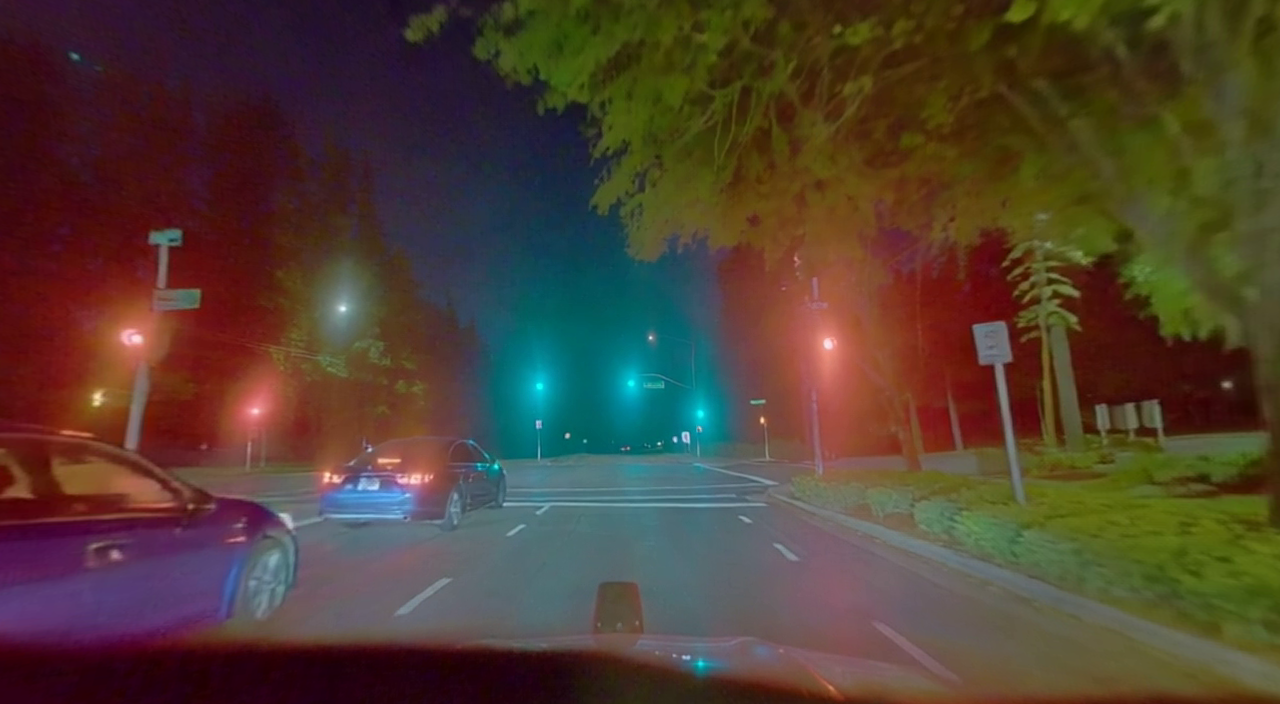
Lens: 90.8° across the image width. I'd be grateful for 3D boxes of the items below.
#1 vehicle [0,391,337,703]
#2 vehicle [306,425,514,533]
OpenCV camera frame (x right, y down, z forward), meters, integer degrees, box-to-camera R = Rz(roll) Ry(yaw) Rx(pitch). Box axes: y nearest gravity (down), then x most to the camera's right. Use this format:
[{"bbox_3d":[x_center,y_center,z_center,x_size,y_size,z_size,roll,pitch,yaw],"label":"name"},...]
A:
[{"bbox_3d":[-3.441,0.936,2.623,2.038,1.486,4.678,0,-9,0],"label":"vehicle"},{"bbox_3d":[-3.701,2.140,11.228,1.980,1.508,4.502,0,-9,0],"label":"vehicle"}]
